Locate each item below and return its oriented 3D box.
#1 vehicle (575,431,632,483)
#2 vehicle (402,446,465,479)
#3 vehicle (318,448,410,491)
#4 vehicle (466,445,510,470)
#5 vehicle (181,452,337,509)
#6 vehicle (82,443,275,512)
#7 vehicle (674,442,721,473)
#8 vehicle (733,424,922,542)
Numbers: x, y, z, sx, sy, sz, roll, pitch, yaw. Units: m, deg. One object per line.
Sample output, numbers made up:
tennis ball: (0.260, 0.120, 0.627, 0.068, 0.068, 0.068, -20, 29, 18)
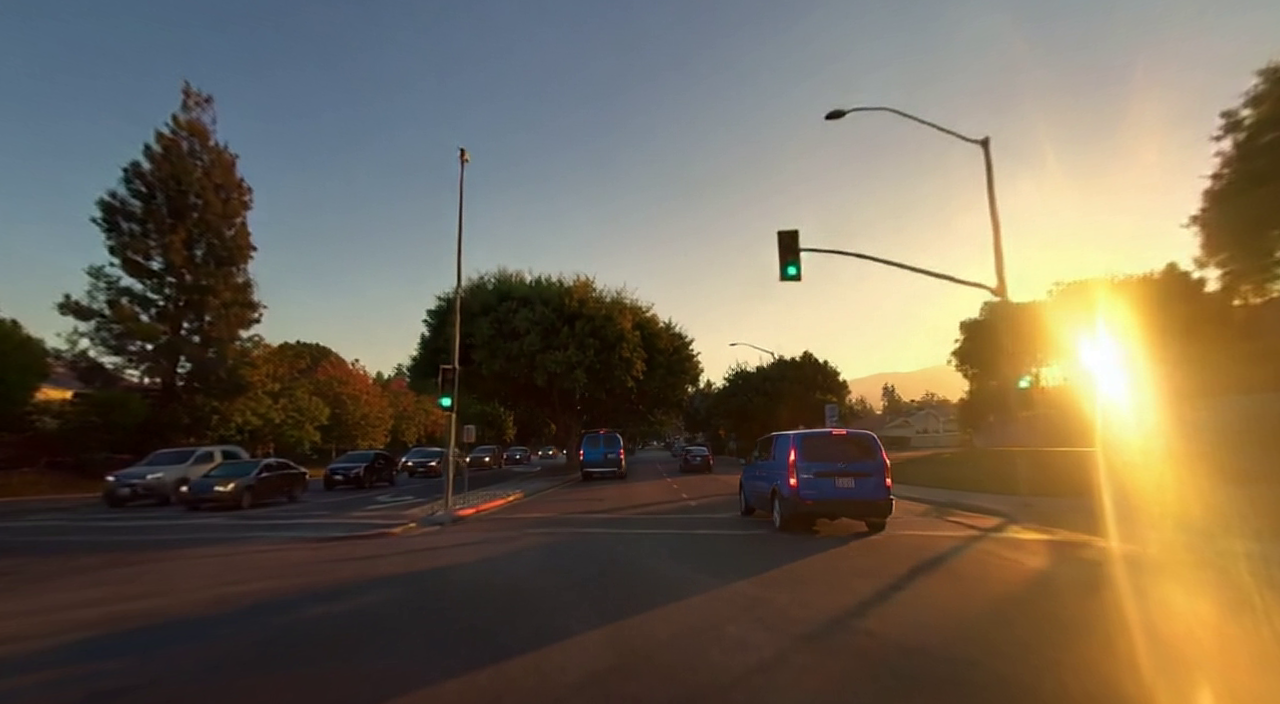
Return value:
vehicle: (-1.479, 4.499, 27.411, 2.228, 2.054, 4.309, 0, -8, 0)
vehicle: (-11.138, 5.943, 34.331, 1.988, 1.689, 4.047, 0, -8, 1)
vehicle: (-11.405, 4.831, 26.432, 1.956, 1.625, 4.123, 0, -8, 0)
vehicle: (-11.355, 7.871, 47.414, 2.091, 1.806, 4.859, 0, -8, 0)
vehicle: (-11.449, 3.847, 19.463, 2.128, 1.496, 4.432, 0, -8, -2)
vehicle: (-15.249, 4.116, 21.495, 2.299, 2.015, 5.743, 0, -8, -2)
vehicle: (3.229, 6.036, 36.413, 2.248, 1.692, 4.252, 0, -8, -1)
vehicle: (3.014, 2.194, 11.230, 1.965, 1.671, 4.146, 0, -8, -2)
